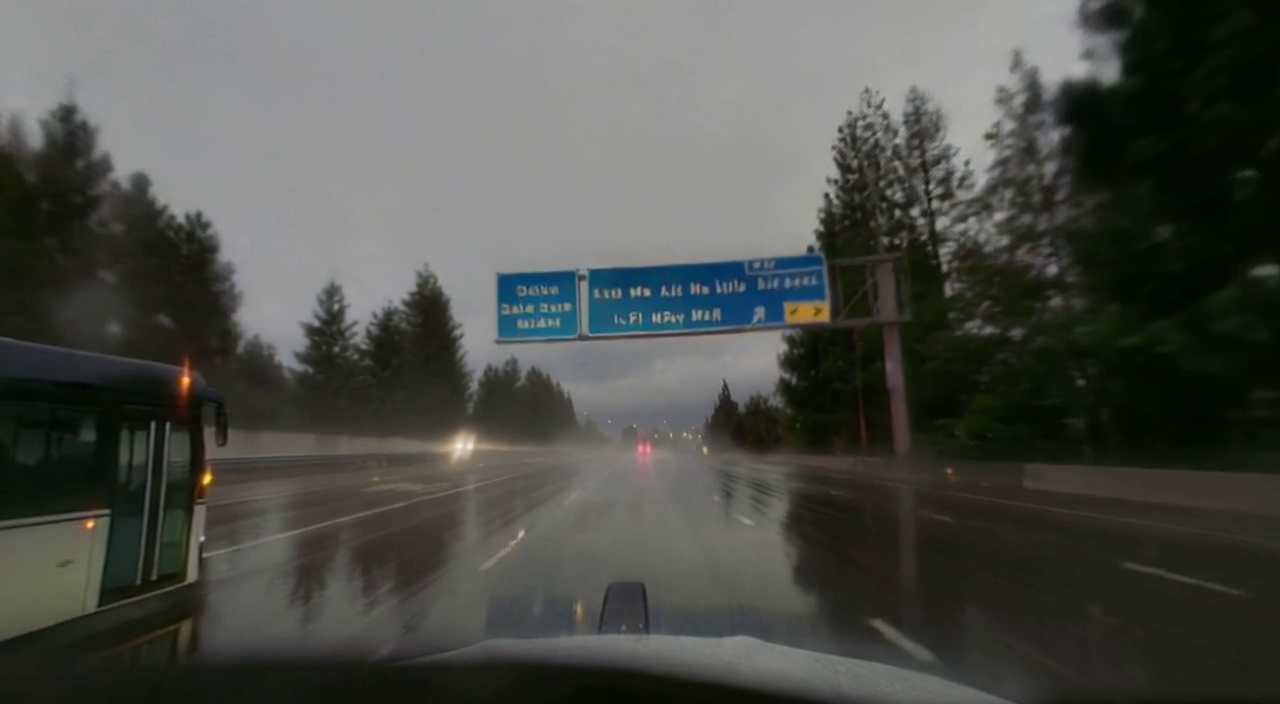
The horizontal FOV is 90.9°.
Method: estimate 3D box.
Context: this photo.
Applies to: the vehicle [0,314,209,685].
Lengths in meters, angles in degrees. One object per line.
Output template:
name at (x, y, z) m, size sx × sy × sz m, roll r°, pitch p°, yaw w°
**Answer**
vehicle at (-4.540, 0.645, 2.340) m, size 2.127 × 1.985 × 5.205 m, roll 0°, pitch -8°, yaw 1°
